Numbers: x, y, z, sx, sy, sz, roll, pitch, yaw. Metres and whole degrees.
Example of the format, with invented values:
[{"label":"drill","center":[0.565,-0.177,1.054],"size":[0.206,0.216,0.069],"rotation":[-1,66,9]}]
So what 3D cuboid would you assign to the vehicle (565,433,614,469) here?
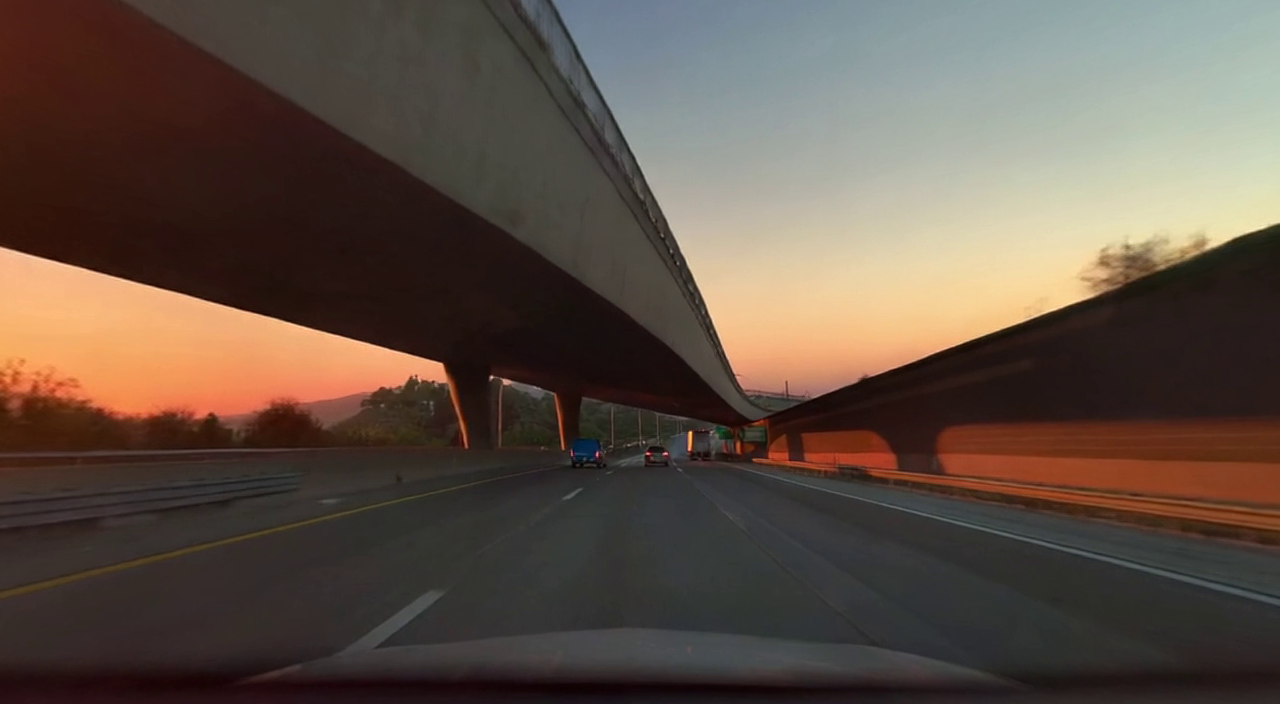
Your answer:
[{"label":"vehicle","center":[-2.832,5.746,36.591],"size":[2.264,1.901,4.647],"rotation":[0,-9,3]}]

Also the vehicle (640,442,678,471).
[{"label":"vehicle","center":[1.083,5.963,36.195],"size":[2.086,1.548,4.325],"rotation":[0,-9,1]}]
